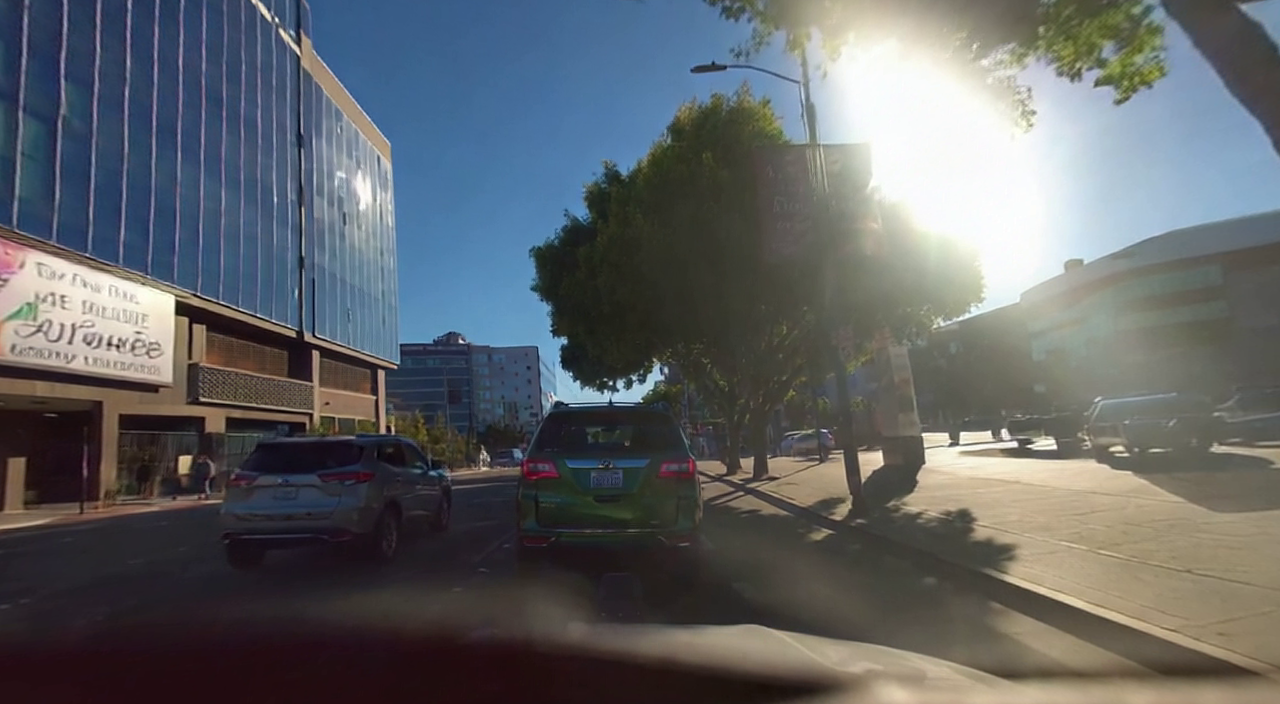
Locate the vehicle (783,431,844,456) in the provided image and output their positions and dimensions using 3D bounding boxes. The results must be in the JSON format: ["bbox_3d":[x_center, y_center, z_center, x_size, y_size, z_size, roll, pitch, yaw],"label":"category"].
[{"bbox_3d":[10.551,5.519,38.261,1.877,1.416,3.965,-8,-11,42],"label":"vehicle"}]

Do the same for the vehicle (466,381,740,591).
[{"bbox_3d":[-0.414,1.559,8.146,2.531,1.930,4.382,0,-8,-2],"label":"vehicle"}]

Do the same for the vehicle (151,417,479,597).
[{"bbox_3d":[-3.620,1.779,8.211,1.971,1.658,4.428,0,-8,-1],"label":"vehicle"}]
